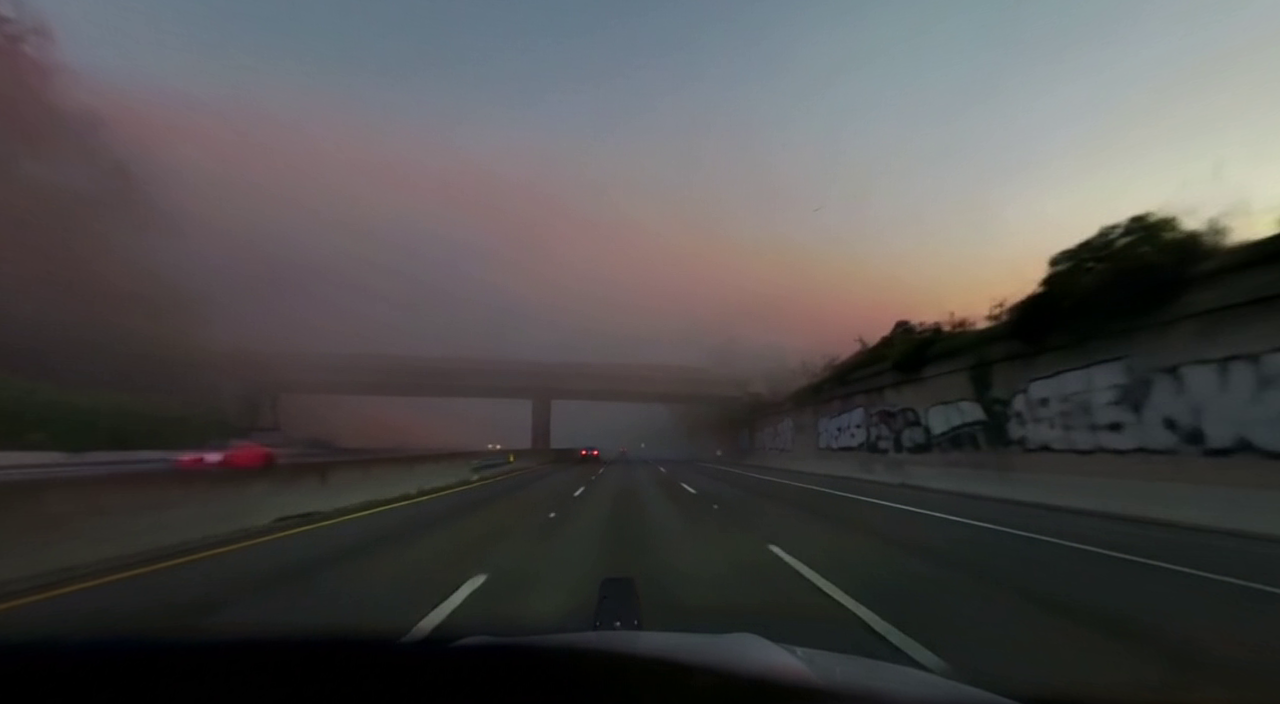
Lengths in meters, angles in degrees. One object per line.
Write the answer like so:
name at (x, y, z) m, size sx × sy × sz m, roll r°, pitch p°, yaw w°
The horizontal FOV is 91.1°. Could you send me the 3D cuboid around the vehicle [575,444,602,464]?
vehicle at (-4.053, 8.048, 49.579) m, size 1.871 × 1.459 × 3.771 m, roll 0°, pitch -9°, yaw -1°
